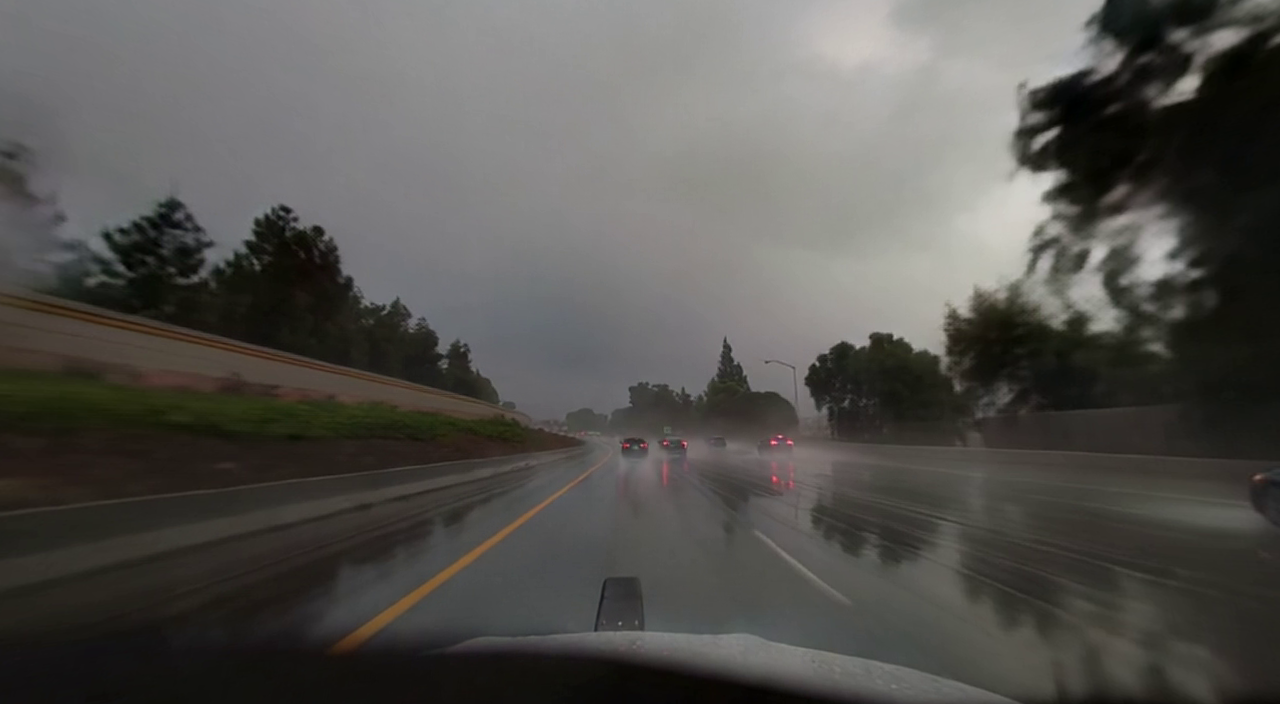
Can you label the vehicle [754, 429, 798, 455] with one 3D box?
[{"bbox_3d":[10.006,6.690,46.634,2.077,1.763,4.472,1,-8,-2],"label":"vehicle"}]
